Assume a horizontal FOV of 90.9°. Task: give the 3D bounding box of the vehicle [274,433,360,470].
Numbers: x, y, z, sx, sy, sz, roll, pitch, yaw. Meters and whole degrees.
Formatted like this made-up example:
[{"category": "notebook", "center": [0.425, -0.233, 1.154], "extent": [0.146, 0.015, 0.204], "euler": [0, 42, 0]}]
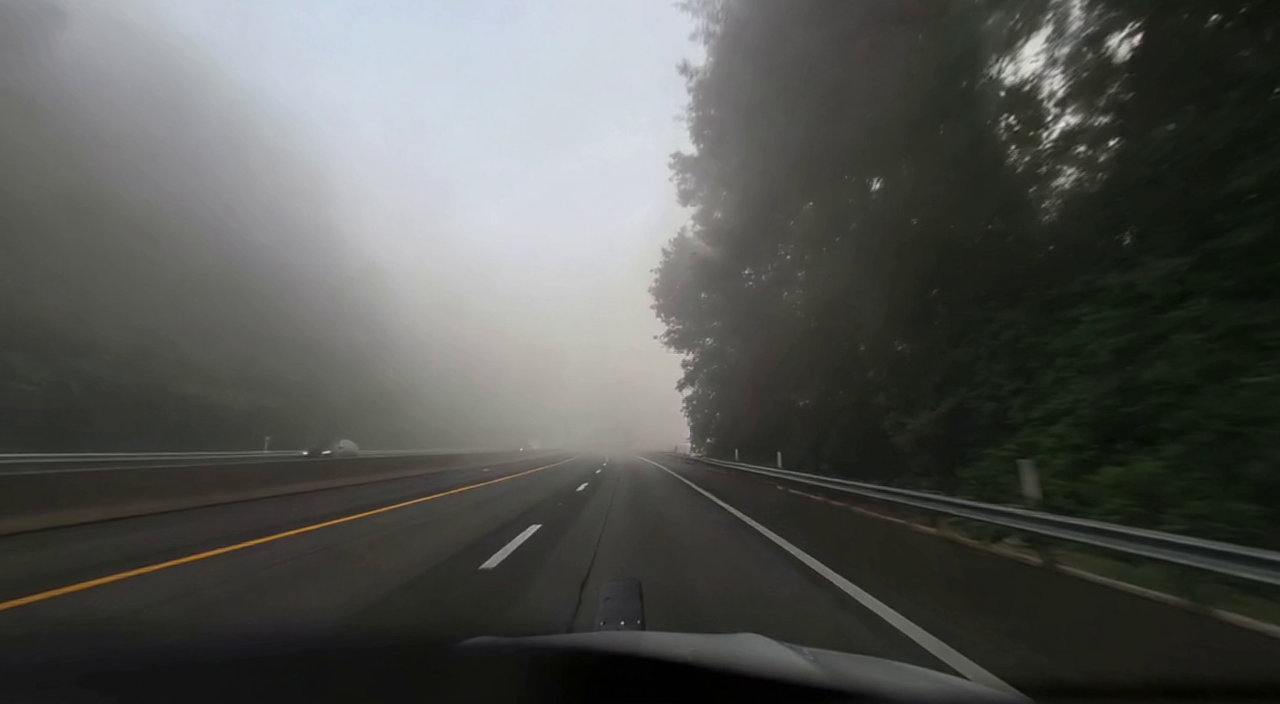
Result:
[{"category": "vehicle", "center": [-15.396, 4.780, 30.309], "extent": [1.981, 1.602, 4.219], "euler": [0, -9, -1]}]
